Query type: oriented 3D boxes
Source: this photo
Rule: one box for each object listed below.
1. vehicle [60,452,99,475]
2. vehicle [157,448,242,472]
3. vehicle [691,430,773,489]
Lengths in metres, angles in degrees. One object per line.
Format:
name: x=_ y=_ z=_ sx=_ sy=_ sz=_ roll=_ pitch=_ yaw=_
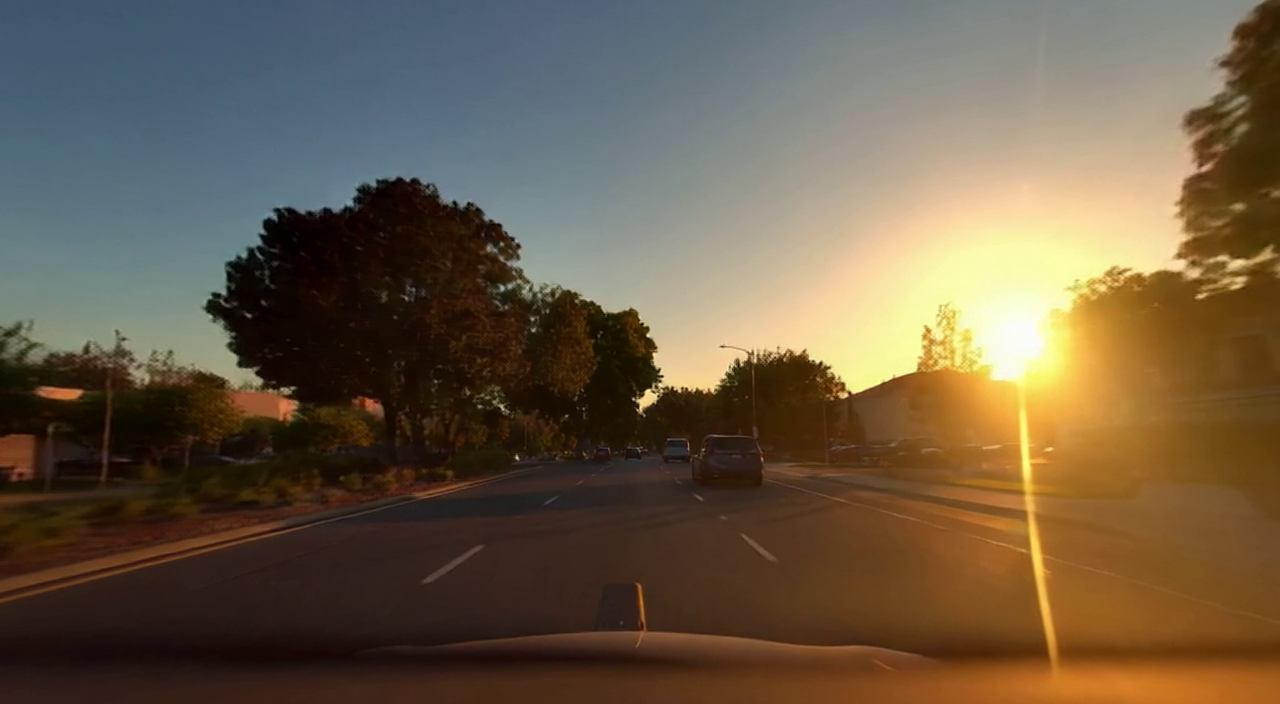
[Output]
vehicle: x=-41.850 y=8.270 z=47.226 sx=1.971 sy=1.581 sz=4.186 roll=7 pitch=-11 yaw=-40
vehicle: x=-33.516 y=8.244 z=48.170 sx=4.932 sy=1.730 sz=1.939 roll=0 pitch=-8 yaw=-3
vehicle: x=3.039 y=3.684 z=21.931 sx=2.060 sy=1.816 sz=4.343 roll=0 pitch=-8 yaw=-2
